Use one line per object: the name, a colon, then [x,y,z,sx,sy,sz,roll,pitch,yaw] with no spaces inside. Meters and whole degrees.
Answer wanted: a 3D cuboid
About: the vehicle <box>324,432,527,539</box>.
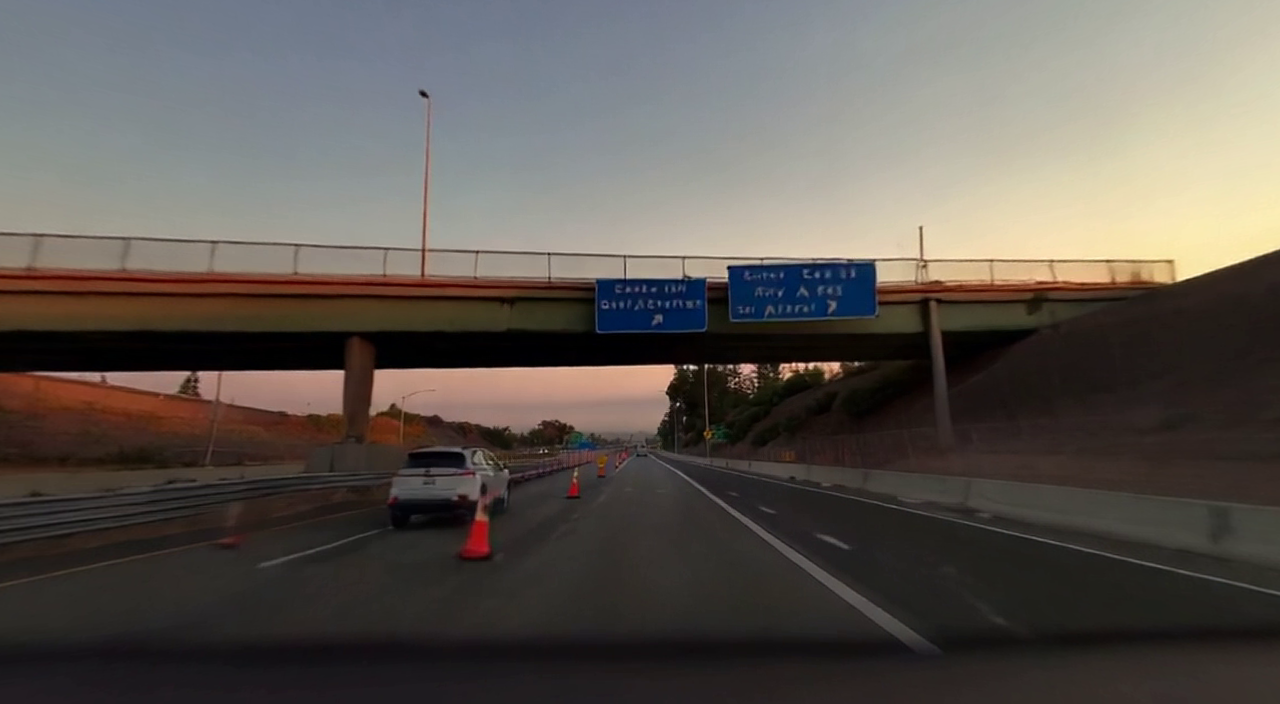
vehicle: [-3.640,2.366,11.898,2.069,1.560,5.018,0,-9,0]
